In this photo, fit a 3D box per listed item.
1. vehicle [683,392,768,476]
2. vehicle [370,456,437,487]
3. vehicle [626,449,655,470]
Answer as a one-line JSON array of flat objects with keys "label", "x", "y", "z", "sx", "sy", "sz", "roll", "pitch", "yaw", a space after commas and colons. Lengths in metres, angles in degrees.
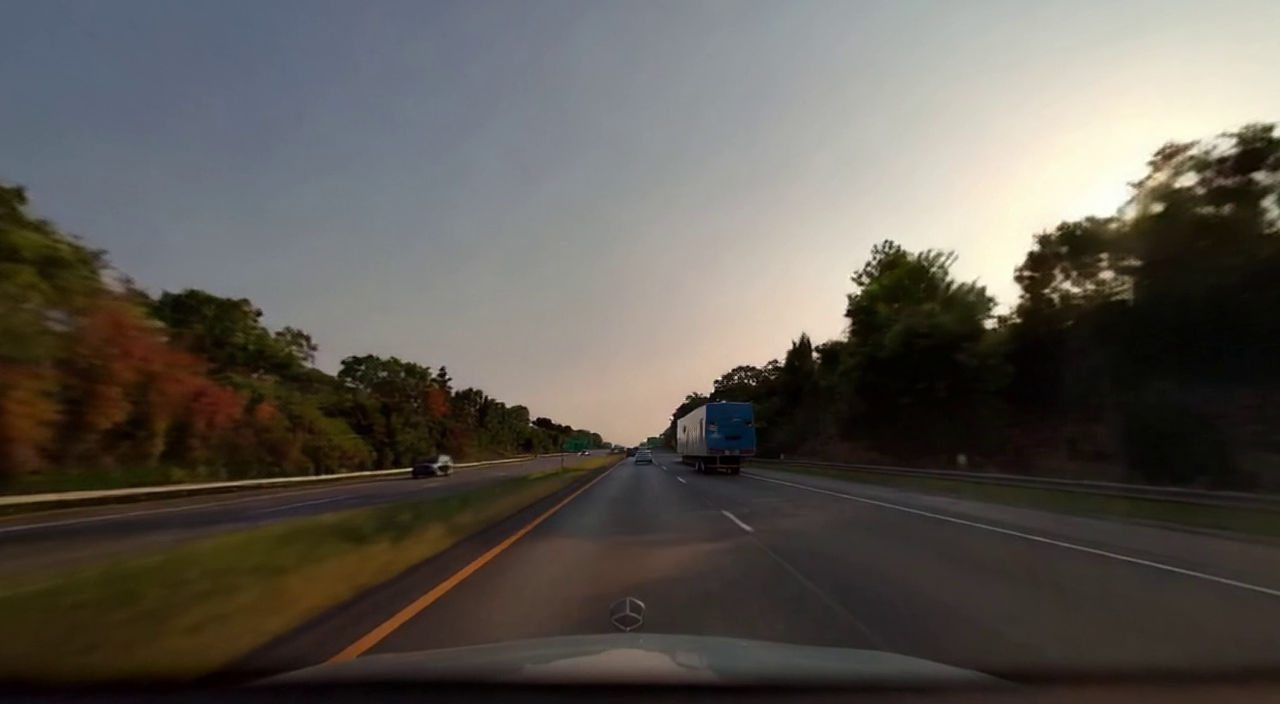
[{"label": "vehicle", "x": 4.675, "y": 5.133, "z": 38.114, "sx": 2.939, "sy": 4.129, "sz": 14.300, "roll": 0, "pitch": -9, "yaw": -1}, {"label": "vehicle", "x": -12.598, "y": 6.387, "z": 33.888, "sx": 1.897, "sy": 1.476, "sz": 4.243, "roll": 0, "pitch": -9, "yaw": 0}, {"label": "vehicle", "x": 0.000, "y": 7.335, "z": 43.059, "sx": 1.926, "sy": 1.386, "sz": 3.615, "roll": 0, "pitch": -9, "yaw": -1}]
